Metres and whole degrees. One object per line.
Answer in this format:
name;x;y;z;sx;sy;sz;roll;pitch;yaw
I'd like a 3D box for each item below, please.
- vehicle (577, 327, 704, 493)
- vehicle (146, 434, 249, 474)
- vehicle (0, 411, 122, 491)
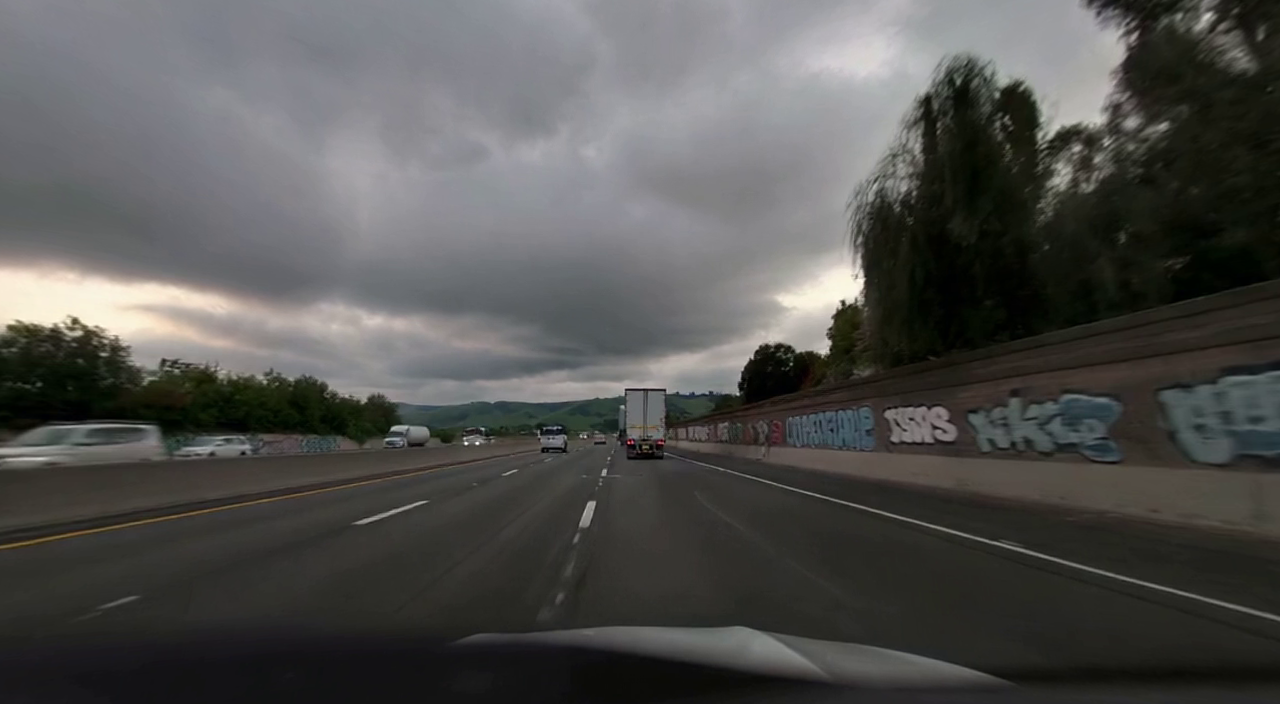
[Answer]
vehicle;-0.169;1.703;17.424;2.880;3.798;5.927;0;-8;-4
vehicle;-22.344;5.143;32.108;2.026;1.853;4.642;0;-8;-2
vehicle;-14.387;2.196;14.160;1.998;1.647;4.170;0;-8;-2
